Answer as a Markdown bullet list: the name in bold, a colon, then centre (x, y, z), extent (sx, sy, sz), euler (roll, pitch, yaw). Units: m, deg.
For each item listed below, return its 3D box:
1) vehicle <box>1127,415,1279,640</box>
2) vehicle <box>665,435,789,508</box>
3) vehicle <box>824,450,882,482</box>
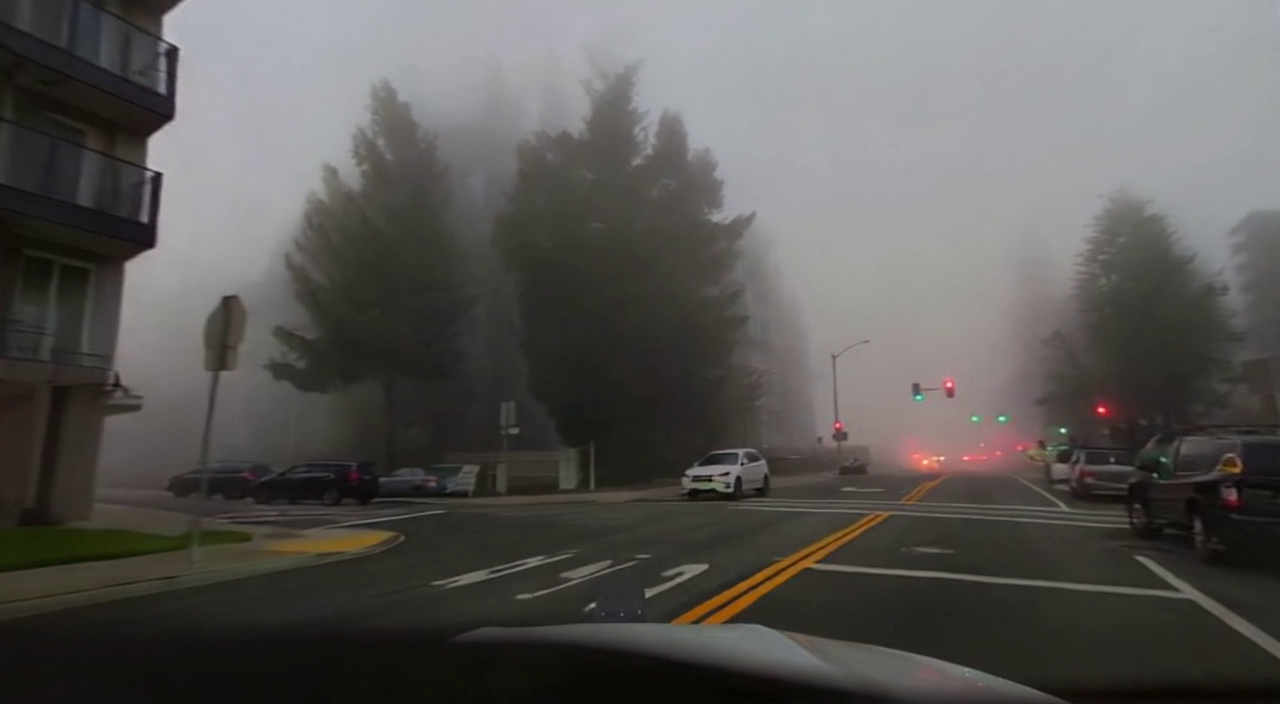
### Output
- **vehicle**: centre (6.785, 1.560, 6.413), extent (2.153, 1.685, 4.586), euler (-5, -10, 29)
- **vehicle**: centre (2.681, 3.377, 18.448), extent (1.993, 1.817, 4.619), euler (-5, -10, 29)
- **vehicle**: centre (11.214, 5.913, 33.050), extent (1.934, 1.484, 4.630), euler (-5, -10, 29)
